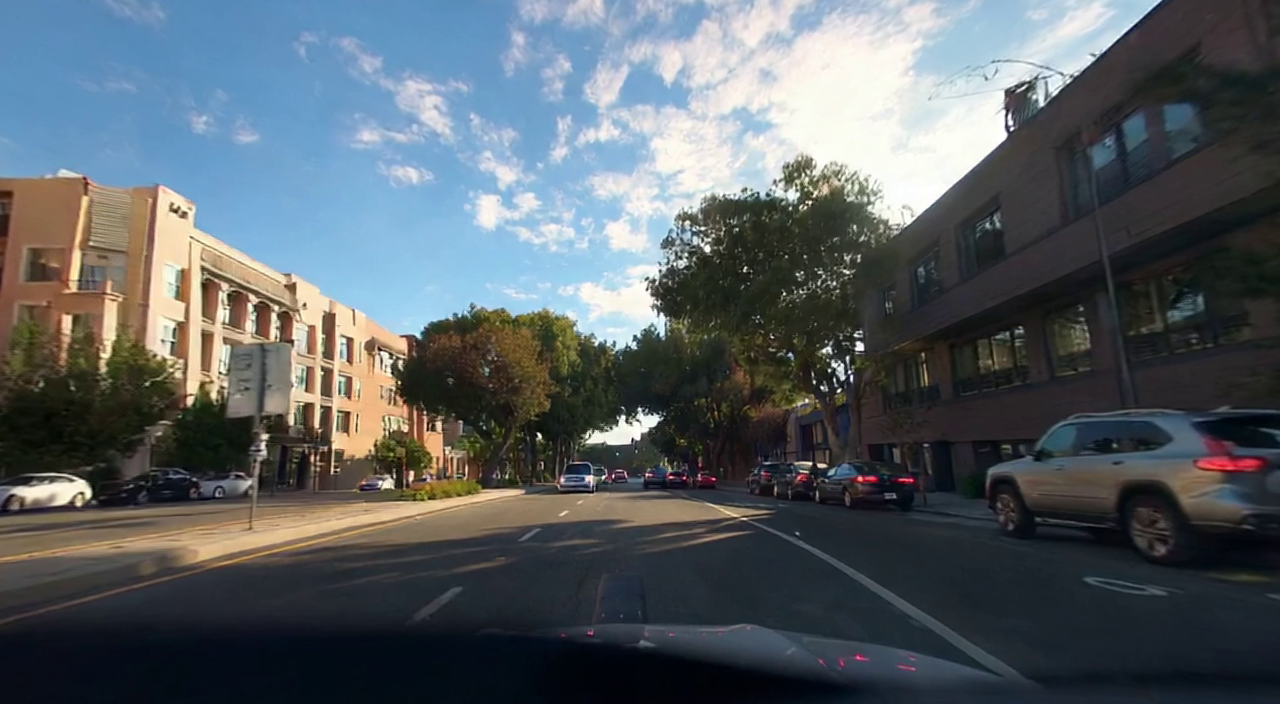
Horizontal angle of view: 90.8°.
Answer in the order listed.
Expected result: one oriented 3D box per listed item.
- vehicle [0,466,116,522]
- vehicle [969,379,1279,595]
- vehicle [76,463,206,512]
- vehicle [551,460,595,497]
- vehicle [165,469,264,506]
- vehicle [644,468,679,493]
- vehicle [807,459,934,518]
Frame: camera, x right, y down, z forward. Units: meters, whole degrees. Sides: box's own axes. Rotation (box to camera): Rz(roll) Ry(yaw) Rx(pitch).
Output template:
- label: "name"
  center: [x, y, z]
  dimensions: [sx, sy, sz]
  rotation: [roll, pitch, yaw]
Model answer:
- label: "vehicle"
  center: [-21.474, 4.925, 22.262]
  dimensions: [1.943, 1.642, 4.818]
  rotation: [0, -8, -2]
- label: "vehicle"
  center: [7.500, 1.716, 8.947]
  dimensions: [2.582, 2.116, 5.419]
  rotation: [0, -8, -2]
- label: "vehicle"
  center: [-21.789, 5.896, 27.872]
  dimensions: [2.270, 1.830, 4.409]
  rotation: [0, -8, -3]
- label: "vehicle"
  center: [-4.007, 7.632, 38.566]
  dimensions: [2.223, 1.957, 4.845]
  rotation: [0, -8, 0]
- label: "vehicle"
  center: [-21.955, 6.997, 32.862]
  dimensions: [1.999, 1.562, 4.803]
  rotation: [0, -8, -3]
- label: "vehicle"
  center: [1.535, 9.509, 46.933]
  dimensions: [2.201, 1.589, 3.843]
  rotation: [0, -8, -4]
- label: "vehicle"
  center: [6.902, 4.101, 19.475]
  dimensions: [2.269, 1.506, 4.152]
  rotation: [0, -8, -1]
